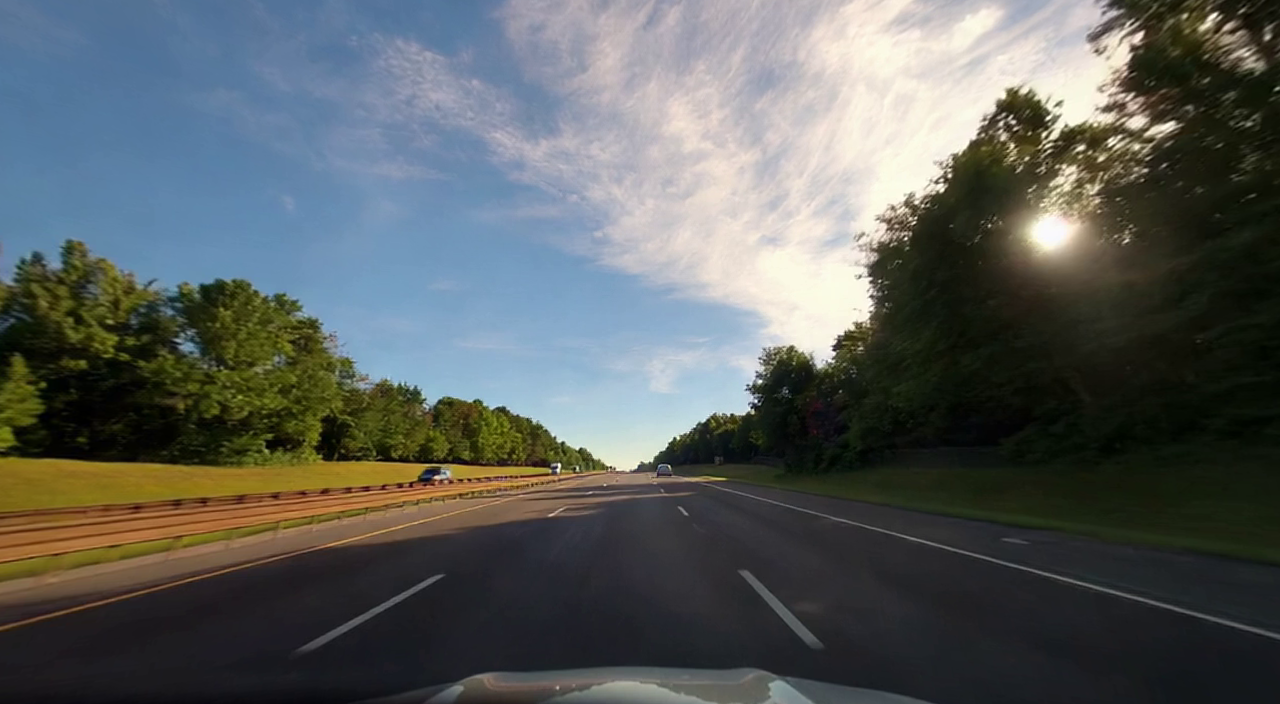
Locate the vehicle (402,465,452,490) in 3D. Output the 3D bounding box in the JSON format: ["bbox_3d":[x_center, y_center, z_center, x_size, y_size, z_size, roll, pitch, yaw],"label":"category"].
[{"bbox_3d":[-13.428,7.897,39.893,1.752,1.454,3.796,1,-10,0],"label":"vehicle"}]
